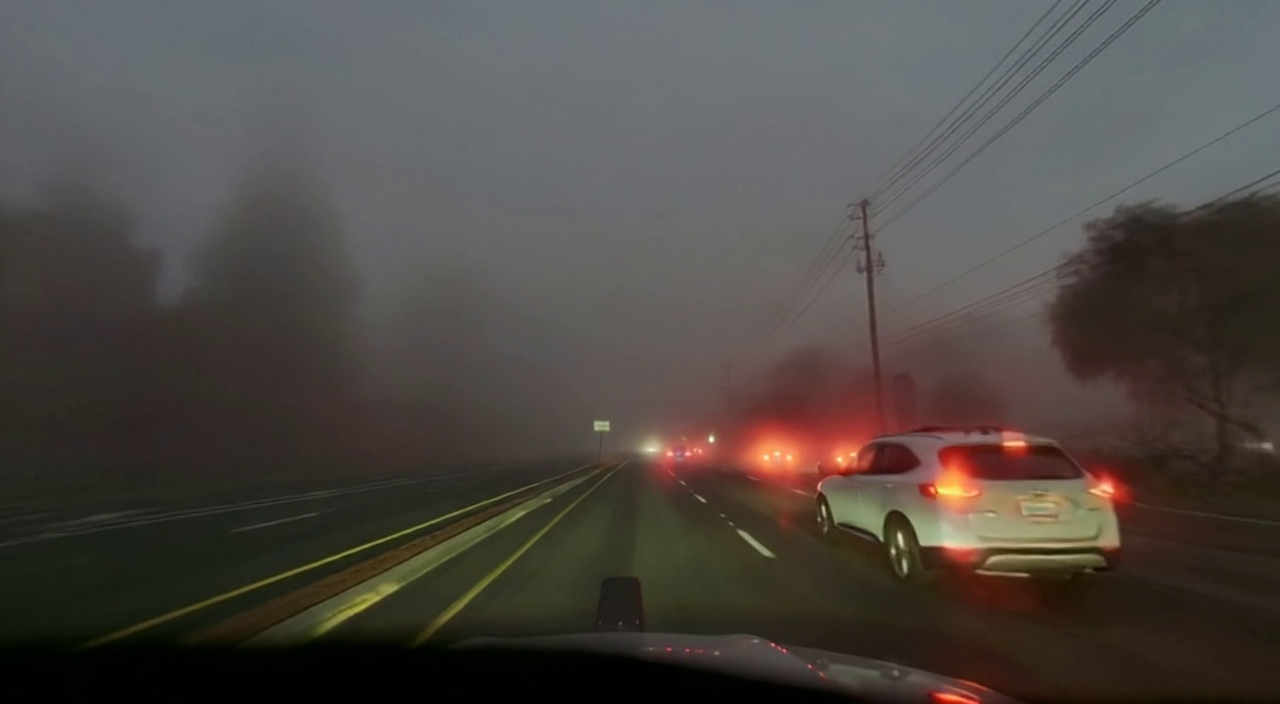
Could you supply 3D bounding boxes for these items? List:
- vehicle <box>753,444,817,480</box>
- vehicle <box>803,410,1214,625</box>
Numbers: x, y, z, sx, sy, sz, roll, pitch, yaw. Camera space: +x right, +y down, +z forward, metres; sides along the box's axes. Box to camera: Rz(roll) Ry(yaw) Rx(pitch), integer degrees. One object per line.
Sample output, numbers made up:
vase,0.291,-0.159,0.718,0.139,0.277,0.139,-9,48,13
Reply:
vehicle,6.523,4.976,28.855,1.882,1.476,4.344,0,-8,0
vehicle,3.424,1.597,7.057,2.078,1.668,4.078,0,-8,0
